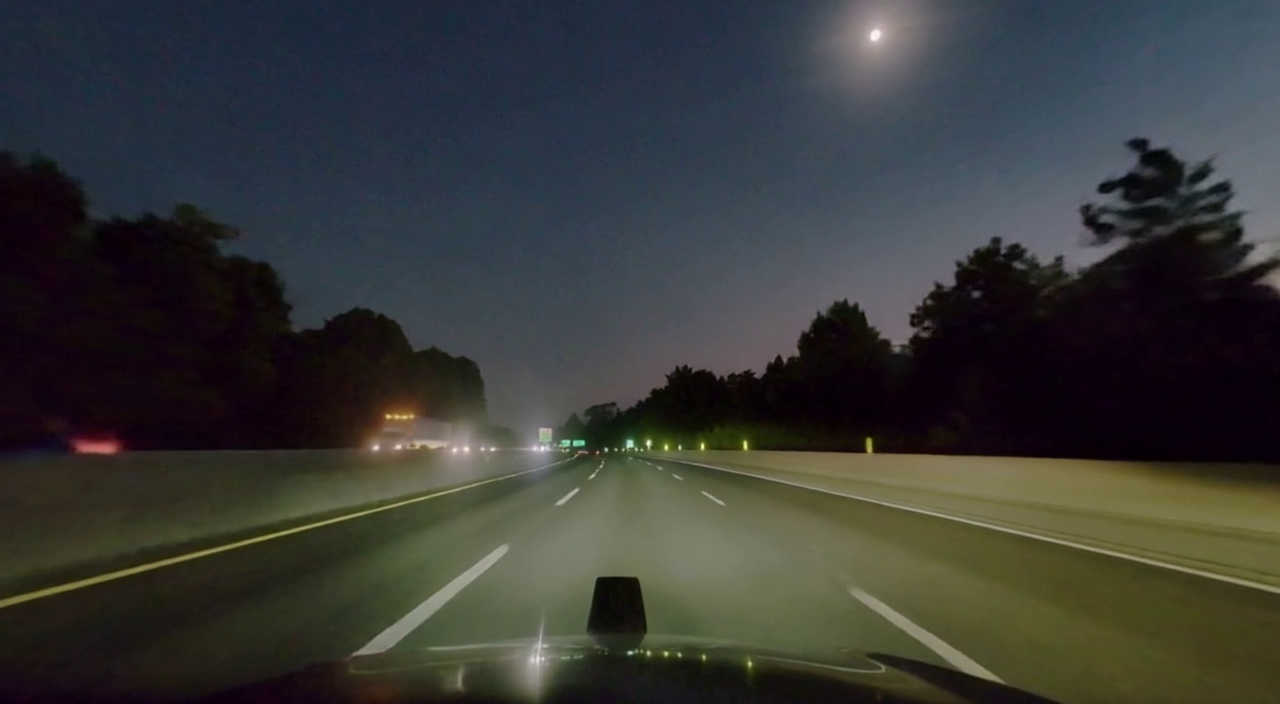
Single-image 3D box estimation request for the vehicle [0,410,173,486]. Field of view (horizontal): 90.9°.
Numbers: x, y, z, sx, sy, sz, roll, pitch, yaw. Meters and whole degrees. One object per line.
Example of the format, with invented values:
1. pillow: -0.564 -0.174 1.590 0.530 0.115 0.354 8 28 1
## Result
1. vehicle: -16.382 2.734 17.964 2.224 1.830 5.147 0 -9 -1
